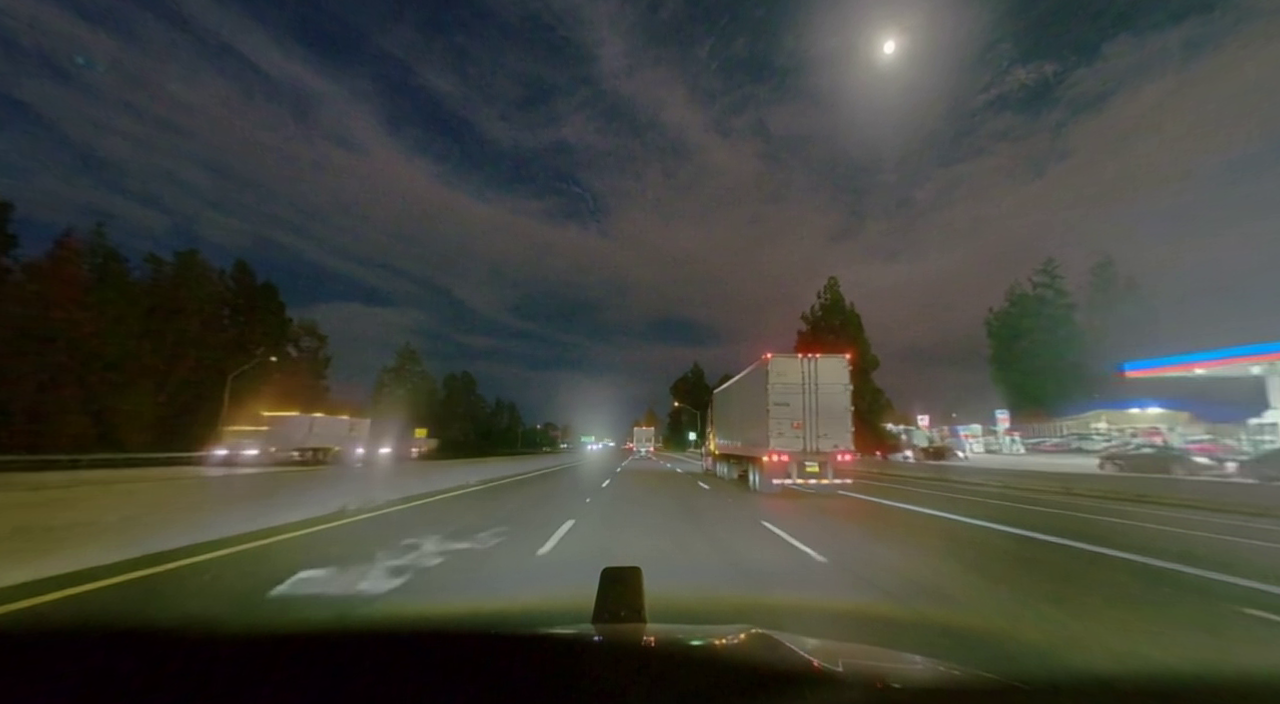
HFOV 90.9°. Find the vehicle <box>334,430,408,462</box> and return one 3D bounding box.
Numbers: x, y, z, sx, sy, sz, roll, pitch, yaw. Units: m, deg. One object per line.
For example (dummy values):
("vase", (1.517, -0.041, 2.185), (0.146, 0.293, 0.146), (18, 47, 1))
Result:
("vehicle", (-13.120, 4.618, 31.000), (1.849, 1.464, 4.096), (0, -9, 0))

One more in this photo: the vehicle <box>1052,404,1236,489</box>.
("vehicle", (22.077, 4.208, 28.172), (3.022, 3.354, 6.006), (0, -9, -1))

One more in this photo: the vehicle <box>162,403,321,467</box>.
("vehicle", (-19.879, 4.317, 32.255), (2.827, 2.801, 8.021), (0, -9, 0))

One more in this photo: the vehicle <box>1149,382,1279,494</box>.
("vehicle", (22.011, 2.801, 20.391), (2.784, 3.571, 9.857), (0, -9, 0))

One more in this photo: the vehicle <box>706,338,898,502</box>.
("vehicle", (4.681, 2.719, 22.585), (2.881, 3.995, 14.382), (0, -9, -1))

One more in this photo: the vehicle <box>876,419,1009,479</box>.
("vehicle", (22.633, 7.476, 48.799), (2.853, 3.921, 14.754), (0, -9, -1))
